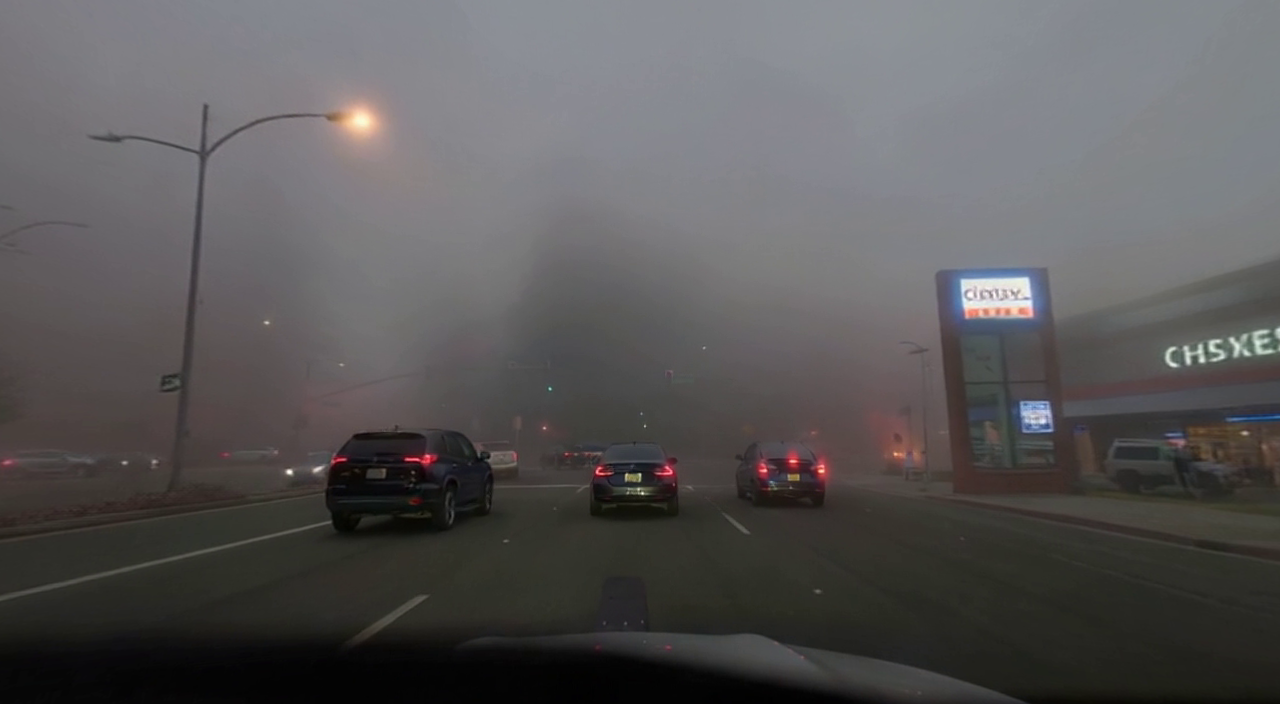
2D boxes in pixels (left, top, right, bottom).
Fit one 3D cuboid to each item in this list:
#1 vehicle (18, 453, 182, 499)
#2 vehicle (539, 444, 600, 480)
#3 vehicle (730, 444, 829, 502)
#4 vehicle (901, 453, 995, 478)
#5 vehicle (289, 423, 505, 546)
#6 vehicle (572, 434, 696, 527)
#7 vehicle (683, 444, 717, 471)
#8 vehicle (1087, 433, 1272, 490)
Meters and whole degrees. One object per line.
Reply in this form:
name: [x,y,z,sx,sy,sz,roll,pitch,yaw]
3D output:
vehicle: [-19.478,4.464,23.082,1.888,1.435,4.574,0,-8,1]
vehicle: [-3.043,4.846,28.116,2.126,1.490,4.265,0,-8,1]
vehicle: [3.934,3.449,18.501,1.979,1.485,4.207,0,-8,1]
vehicle: [19.187,7.103,39.424,4.795,1.457,1.986,0,-9,4]
vehicle: [-3.814,2.133,10.815,1.983,1.685,3.997,0,-8,2]
vehicle: [-0.111,2.507,12.862,2.121,1.563,4.031,0,-8,0]
vehicle: [3.859,6.805,40.935,1.848,1.665,3.747,0,-8,0]
vehicle: [17.802,3.591,21.043,1.907,1.669,4.147,5,-10,-29]
